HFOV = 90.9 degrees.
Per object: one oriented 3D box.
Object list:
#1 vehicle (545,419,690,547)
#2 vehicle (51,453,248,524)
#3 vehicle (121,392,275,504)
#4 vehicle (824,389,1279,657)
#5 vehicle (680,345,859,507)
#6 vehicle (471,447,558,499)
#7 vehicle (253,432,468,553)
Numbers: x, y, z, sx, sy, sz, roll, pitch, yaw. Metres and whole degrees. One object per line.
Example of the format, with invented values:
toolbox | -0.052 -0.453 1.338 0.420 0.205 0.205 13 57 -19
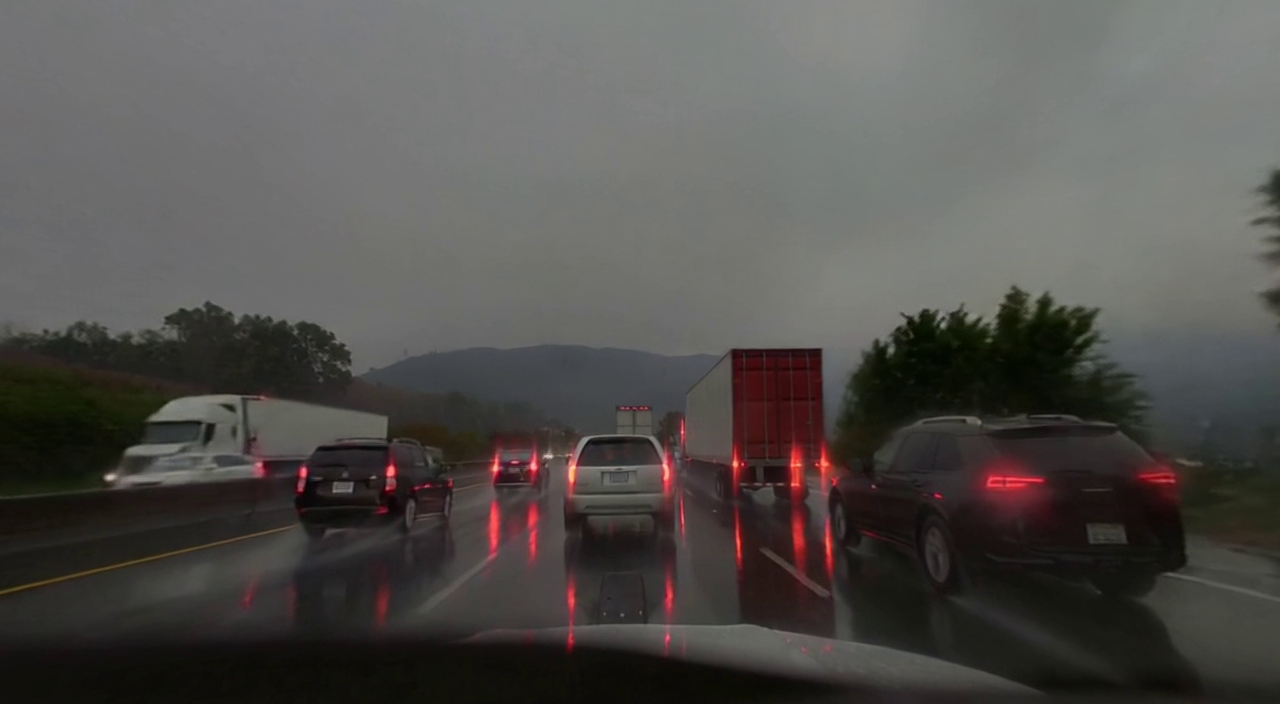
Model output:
vehicle | -0.327 2.192 11.105 2.037 1.792 4.194 0 -9 0
vehicle | -12.394 3.422 16.311 2.065 1.565 3.728 0 -9 0
vehicle | -16.856 3.700 24.428 2.741 3.929 4.071 0 -9 0
vehicle | 3.693 1.485 6.560 2.076 1.751 4.666 0 -9 -1
vehicle | 3.769 3.041 23.781 3.186 4.111 15.553 0 -9 -1
vehicle | -3.972 3.893 20.630 1.923 1.503 4.293 0 -9 0
vehicle | -4.327 2.219 10.544 1.789 1.620 3.841 0 -9 0
